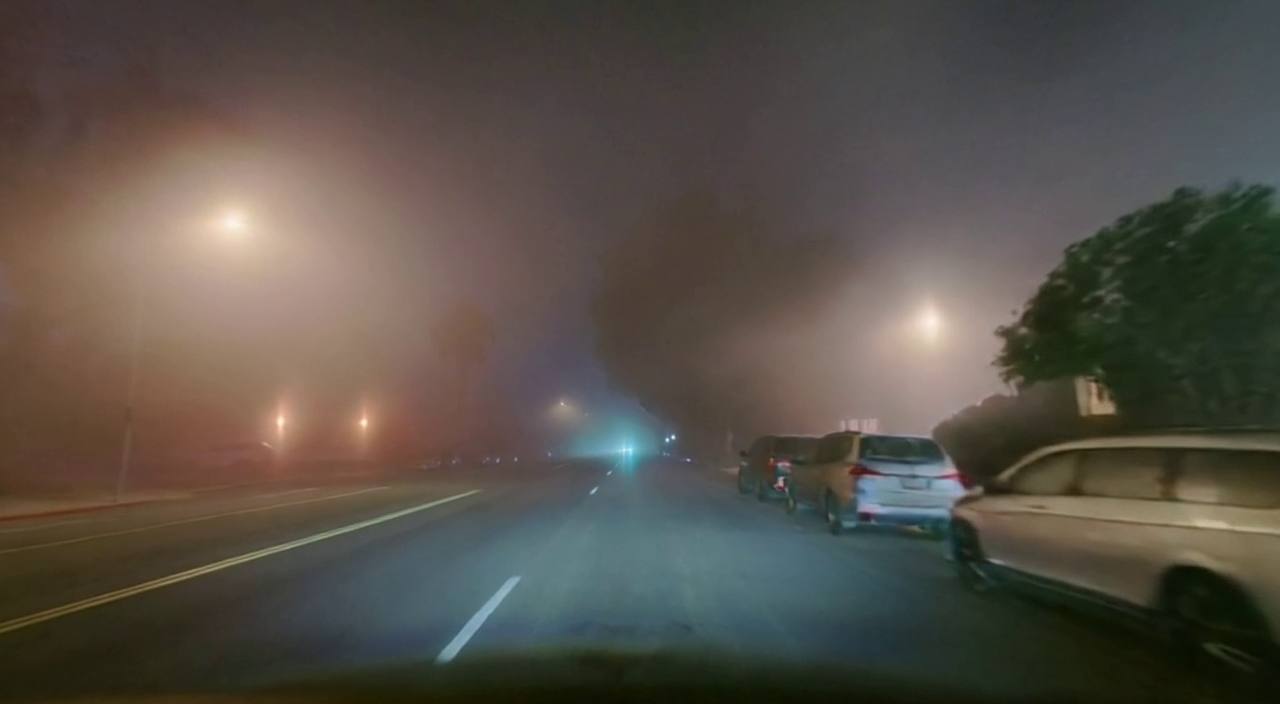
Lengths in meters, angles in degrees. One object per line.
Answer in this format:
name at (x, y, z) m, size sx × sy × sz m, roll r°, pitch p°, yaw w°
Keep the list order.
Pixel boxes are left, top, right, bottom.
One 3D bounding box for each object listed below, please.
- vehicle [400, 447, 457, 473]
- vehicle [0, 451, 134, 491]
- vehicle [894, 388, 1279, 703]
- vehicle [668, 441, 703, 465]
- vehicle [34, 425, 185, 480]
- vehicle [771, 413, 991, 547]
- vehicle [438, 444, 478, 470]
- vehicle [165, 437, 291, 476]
vehicle at (-13.759, 7.010, 41.297) m, size 2.131 × 1.492 × 4.310 m, roll -1°, pitch -7°, yaw 2°
vehicle at (-23.587, 4.705, 25.193) m, size 4.946 × 1.518 × 2.115 m, roll 0°, pitch -9°, yaw 1°
vehicle at (3.770, 1.210, 4.318) m, size 1.878 × 1.625 × 4.826 m, roll 0°, pitch -9°, yaw -2°
vehicle at (3.346, 7.580, 47.574) m, size 2.221 × 1.718 × 5.192 m, roll 0°, pitch -9°, yaw 0°
vehicle at (-29.334, 5.563, 35.096) m, size 6.108 × 2.900 × 2.298 m, roll 0°, pitch -9°, yaw 1°
vehicle at (3.757, 2.099, 10.957) m, size 1.912 × 1.790 × 4.715 m, roll 0°, pitch -9°, yaw 0°
vehicle at (-13.745, 7.929, 47.901) m, size 1.844 × 1.764 × 4.183 m, roll -1°, pitch -7°, yaw 0°
vehicle at (-22.767, 5.786, 35.074) m, size 5.386 × 2.043 × 2.124 m, roll 0°, pitch -9°, yaw -1°
